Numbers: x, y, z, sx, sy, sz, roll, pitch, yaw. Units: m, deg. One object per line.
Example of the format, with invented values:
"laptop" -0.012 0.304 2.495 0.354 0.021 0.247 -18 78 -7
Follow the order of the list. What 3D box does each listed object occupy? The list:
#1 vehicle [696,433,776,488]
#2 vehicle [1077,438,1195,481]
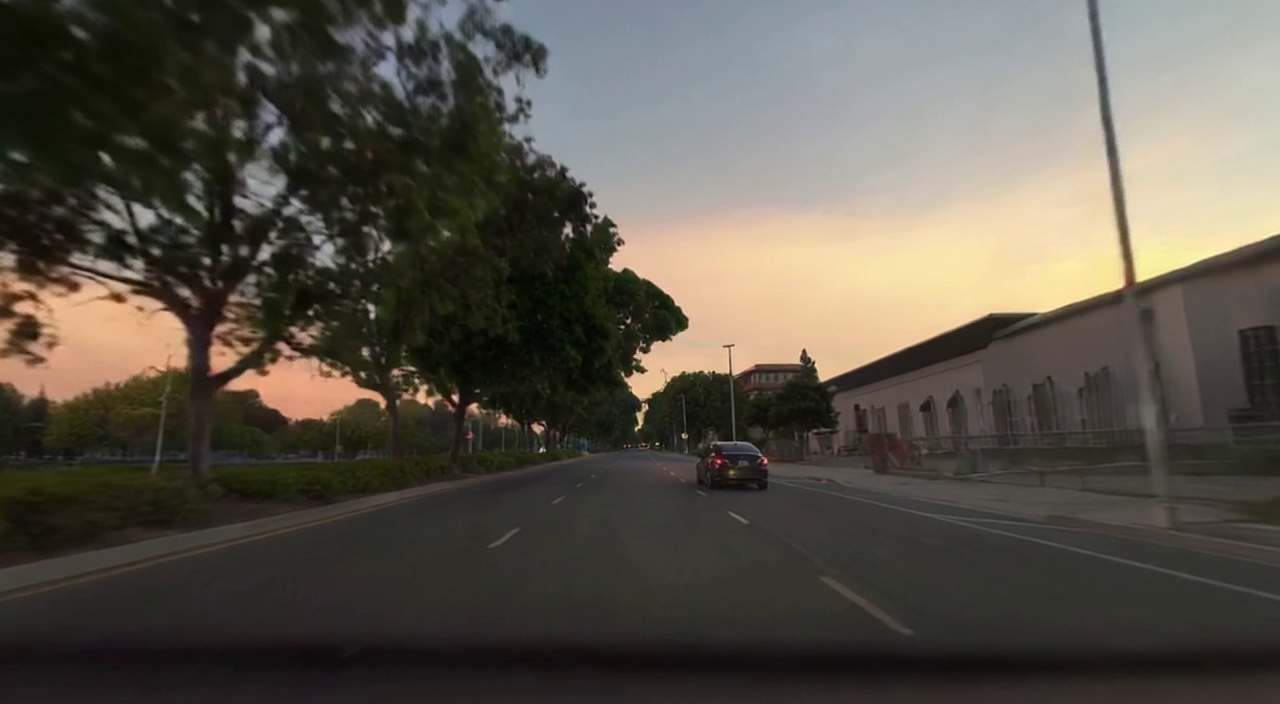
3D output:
"vehicle" 3.310 3.849 22.681 2.083 1.743 4.354 0 -9 -2
"vehicle" 21.363 4.640 27.406 1.858 1.578 3.708 -3 -9 -3
